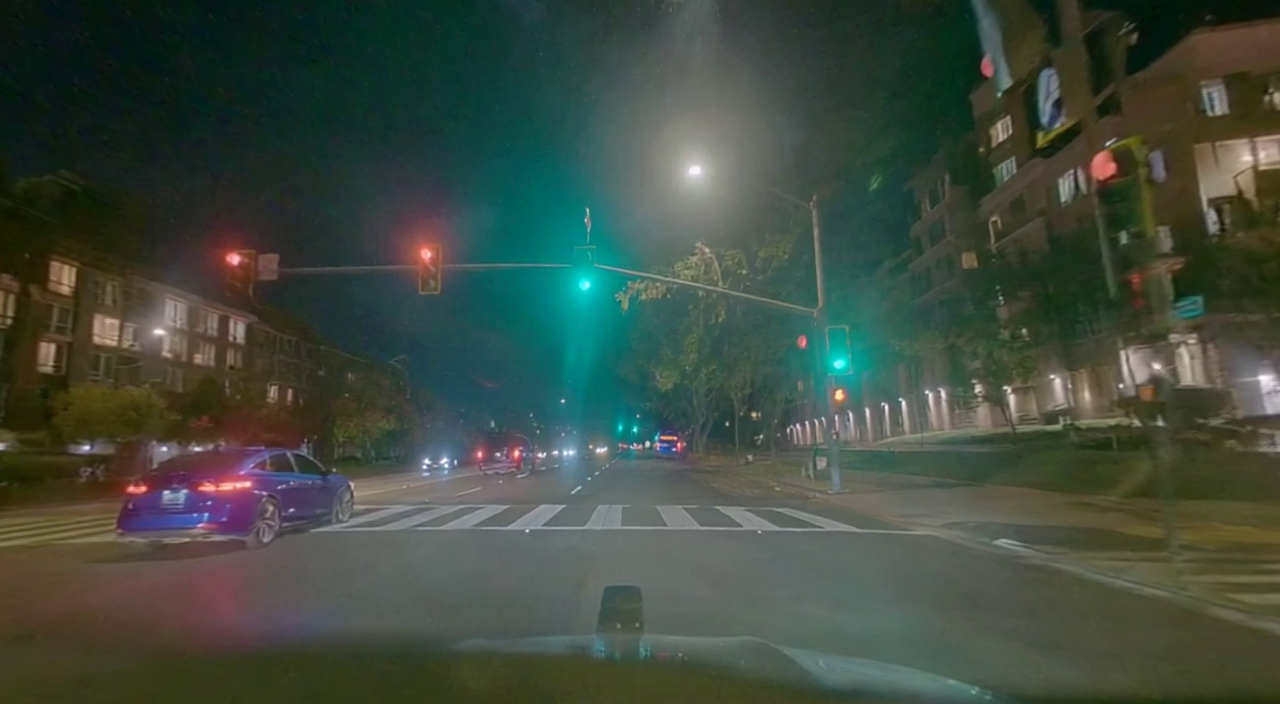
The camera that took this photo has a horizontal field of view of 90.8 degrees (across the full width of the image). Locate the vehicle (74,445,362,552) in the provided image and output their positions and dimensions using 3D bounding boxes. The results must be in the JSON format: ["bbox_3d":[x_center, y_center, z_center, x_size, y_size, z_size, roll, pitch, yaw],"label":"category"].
[{"bbox_3d":[-6.872,2.385,11.077,1.970,1.456,4.441,0,-9,0],"label":"vehicle"}]

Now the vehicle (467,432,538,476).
[{"bbox_3d":[-6.868,5.183,32.396,2.332,2.039,5.678,0,-9,0],"label":"vehicle"}]
